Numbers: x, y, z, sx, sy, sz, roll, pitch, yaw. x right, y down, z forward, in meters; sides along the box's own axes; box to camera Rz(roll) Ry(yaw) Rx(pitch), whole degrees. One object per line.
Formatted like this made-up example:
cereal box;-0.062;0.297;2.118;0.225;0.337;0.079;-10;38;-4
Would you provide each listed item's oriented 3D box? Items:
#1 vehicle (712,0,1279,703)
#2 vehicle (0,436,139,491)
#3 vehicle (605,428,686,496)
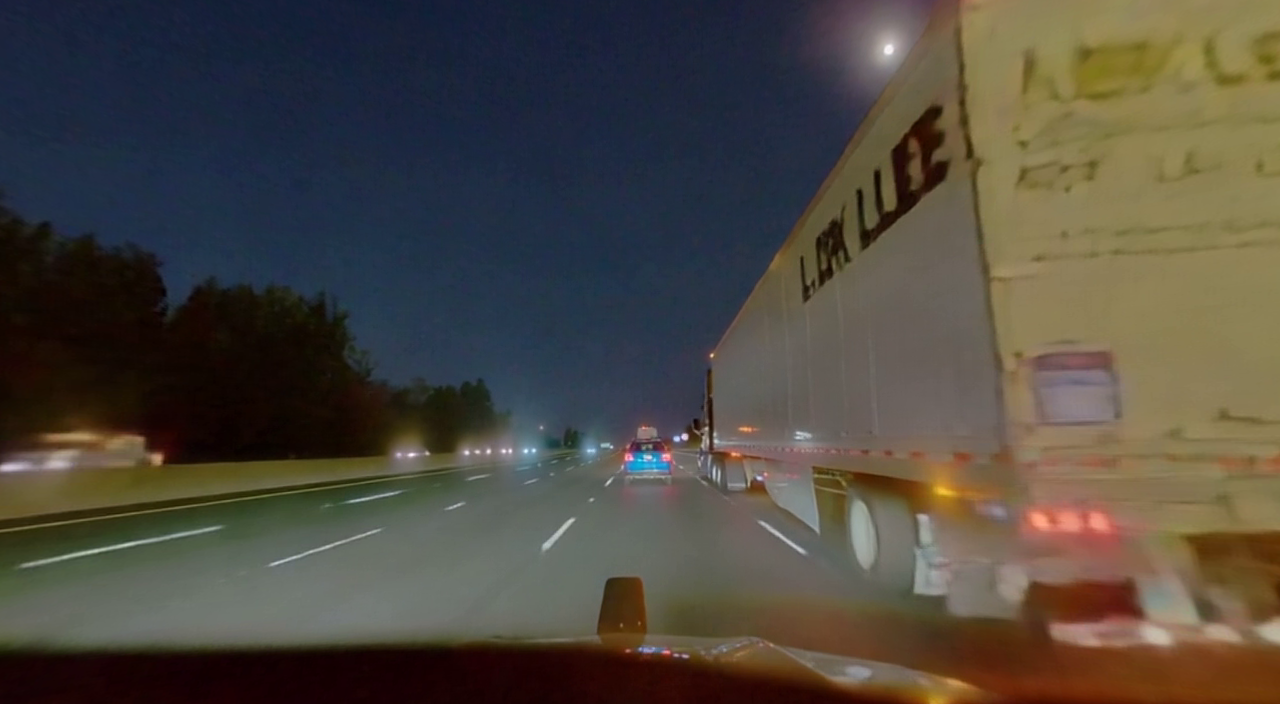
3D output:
vehicle;3.446;0.756;10.889;2.909;4.135;15.820;-1;-8;1
vehicle;-22.038;4.110;23.606;2.161;1.819;4.959;-1;-8;1
vehicle;0.167;3.097;18.064;2.054;1.706;4.201;0;-8;1
